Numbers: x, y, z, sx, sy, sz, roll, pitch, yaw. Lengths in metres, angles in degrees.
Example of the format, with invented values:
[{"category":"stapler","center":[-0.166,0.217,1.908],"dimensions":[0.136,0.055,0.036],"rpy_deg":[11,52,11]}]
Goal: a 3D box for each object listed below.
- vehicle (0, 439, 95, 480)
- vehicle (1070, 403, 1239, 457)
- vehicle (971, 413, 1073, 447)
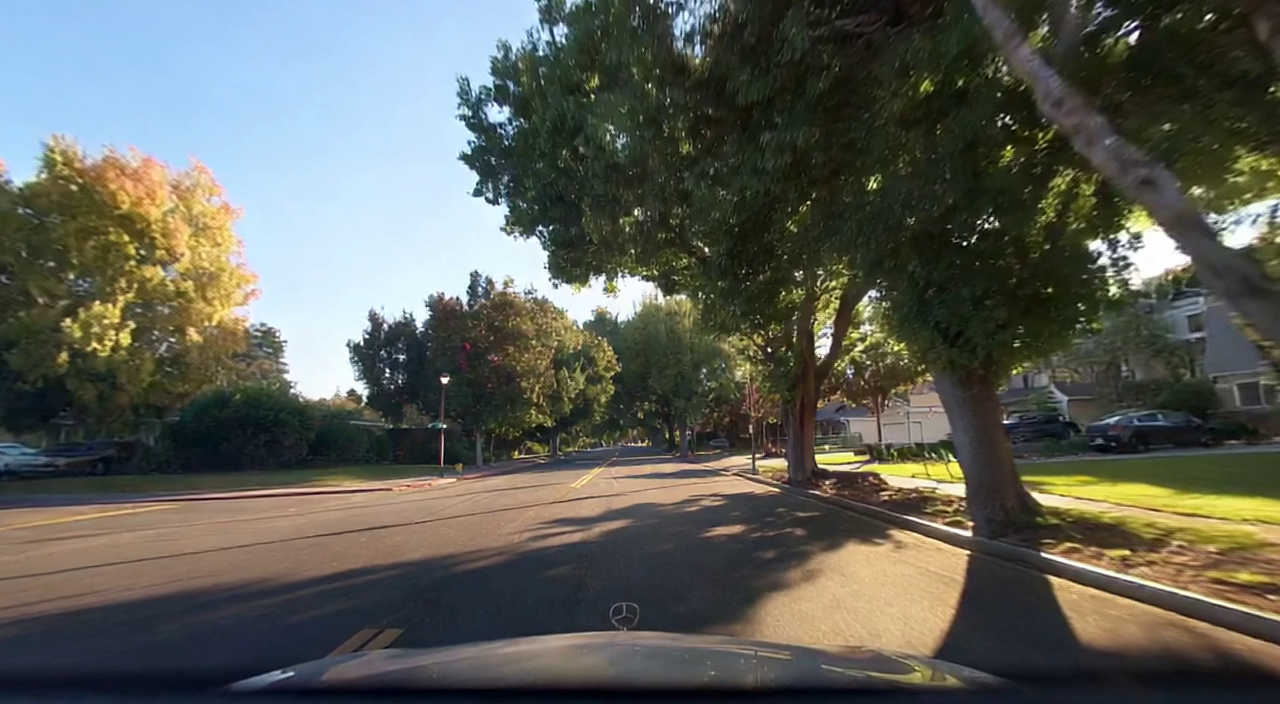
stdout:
[{"category":"vehicle","center":[-24.699,4.172,24.673],"dimensions":[1.953,1.507,5.016],"rpy_deg":[-1,-8,4]},{"category":"vehicle","center":[17.062,2.624,21.040],"dimensions":[3.882,1.686,1.881],"rpy_deg":[0,-8,2]},{"category":"vehicle","center":[18.887,3.888,31.243],"dimensions":[3.730,1.604,2.027],"rpy_deg":[0,-8,2]}]
